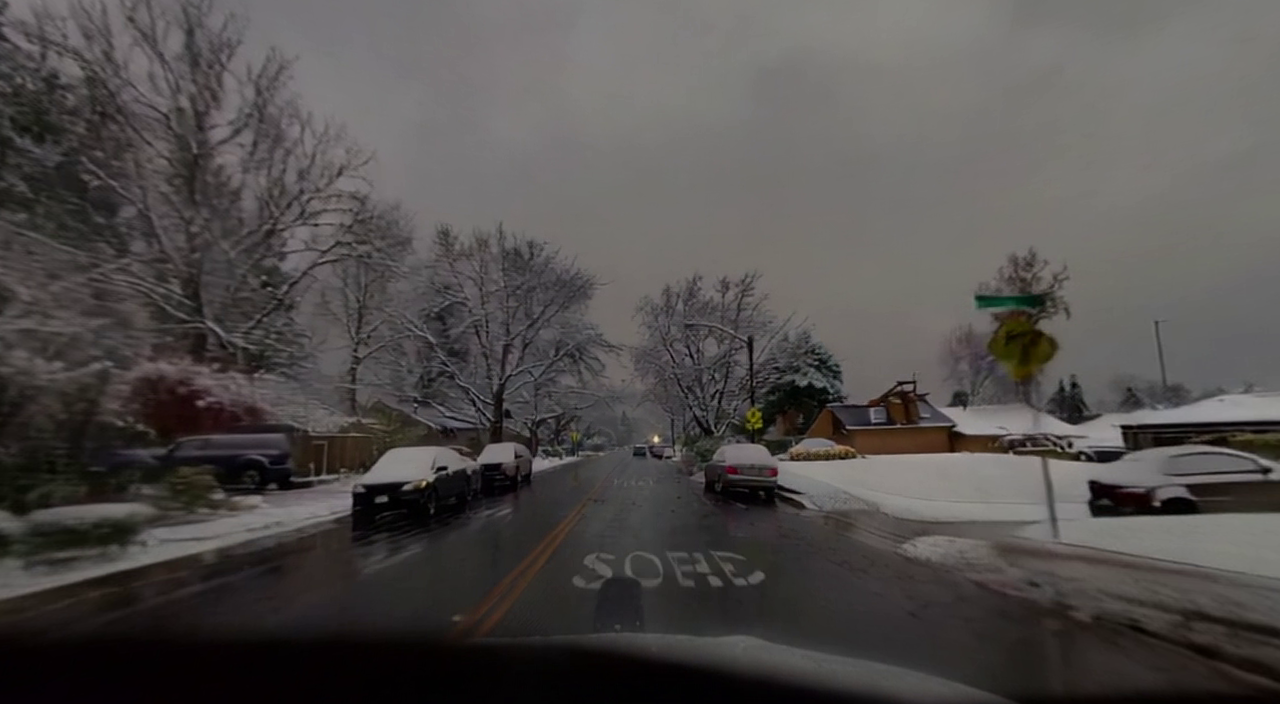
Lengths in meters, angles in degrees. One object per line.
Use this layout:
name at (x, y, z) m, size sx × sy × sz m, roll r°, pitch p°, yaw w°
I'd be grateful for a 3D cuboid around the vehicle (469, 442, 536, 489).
vehicle at (-6.105, 5.093, 28.492) m, size 2.027 × 1.803 × 4.306 m, roll -4°, pitch -9°, yaw -1°

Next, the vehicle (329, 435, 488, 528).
vehicle at (-5.614, 3.138, 16.226) m, size 2.155 × 1.907 × 5.100 m, roll -2°, pitch -7°, yaw 0°

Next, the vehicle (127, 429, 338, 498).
vehicle at (-12.937, 3.569, 20.365) m, size 5.234 × 2.076 × 2.197 m, roll 0°, pitch -8°, yaw 1°

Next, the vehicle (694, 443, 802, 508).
vehicle at (2.796, 3.306, 17.458) m, size 2.047 × 1.532 × 4.350 m, roll 0°, pitch -8°, yaw -2°

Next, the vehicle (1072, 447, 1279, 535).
vehicle at (10.962, 2.480, 11.634) m, size 4.628 × 1.403 × 1.926 m, roll 0°, pitch -8°, yaw -3°
